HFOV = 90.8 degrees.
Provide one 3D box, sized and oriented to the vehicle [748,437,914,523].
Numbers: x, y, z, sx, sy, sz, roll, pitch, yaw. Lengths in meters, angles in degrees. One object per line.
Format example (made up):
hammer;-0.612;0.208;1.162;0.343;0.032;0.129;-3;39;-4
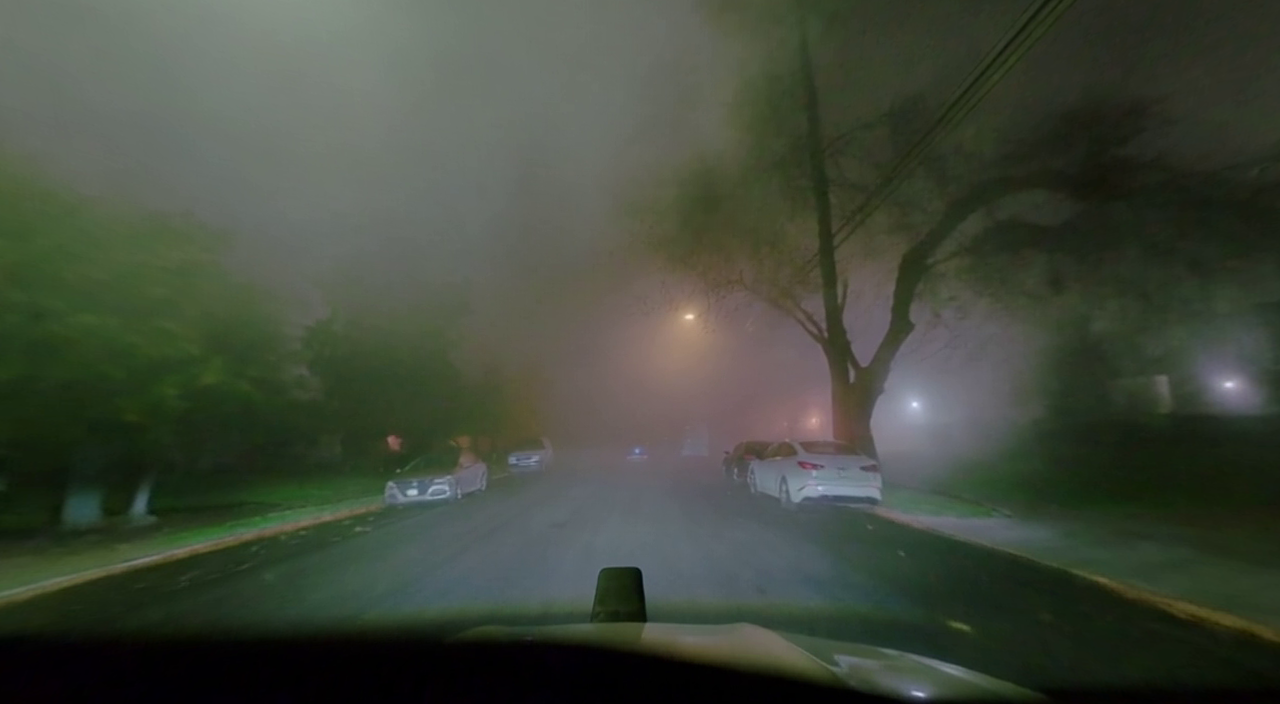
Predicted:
vehicle;3.985;2.757;14.290;2.144;1.572;5.026;0;-8;-1

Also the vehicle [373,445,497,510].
vehicle;-6.120;3.756;19.693;2.094;1.433;5.740;-4;-7;-2

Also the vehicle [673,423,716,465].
vehicle;3.816;6.627;45.530;2.384;2.791;5.899;0;-8;-2

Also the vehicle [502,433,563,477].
vehicle;-6.043;5.822;36.219;2.284;2.119;5.984;-3;-7;1

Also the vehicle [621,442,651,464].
vehicle;-0.297;7.324;46.048;2.062;1.509;4.305;0;-8;-1
